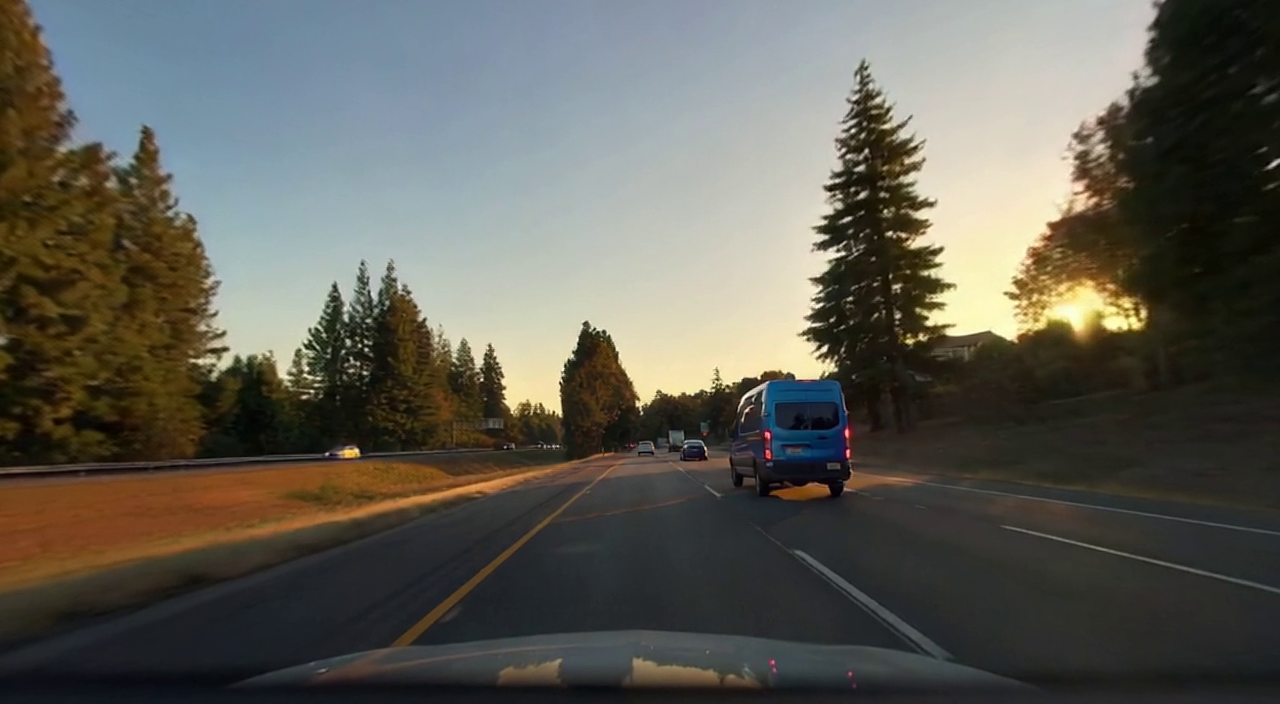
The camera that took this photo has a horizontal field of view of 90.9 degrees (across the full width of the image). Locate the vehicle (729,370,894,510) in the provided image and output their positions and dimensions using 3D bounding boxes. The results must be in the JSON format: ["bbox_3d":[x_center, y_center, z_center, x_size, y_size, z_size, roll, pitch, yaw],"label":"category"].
[{"bbox_3d":[3.690,2.107,15.085,2.302,2.670,5.912,0,-8,1],"label":"vehicle"}]

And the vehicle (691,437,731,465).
[{"bbox_3d":[4.453,6.265,40.180,2.034,1.651,4.342,0,-8,0],"label":"vehicle"}]
